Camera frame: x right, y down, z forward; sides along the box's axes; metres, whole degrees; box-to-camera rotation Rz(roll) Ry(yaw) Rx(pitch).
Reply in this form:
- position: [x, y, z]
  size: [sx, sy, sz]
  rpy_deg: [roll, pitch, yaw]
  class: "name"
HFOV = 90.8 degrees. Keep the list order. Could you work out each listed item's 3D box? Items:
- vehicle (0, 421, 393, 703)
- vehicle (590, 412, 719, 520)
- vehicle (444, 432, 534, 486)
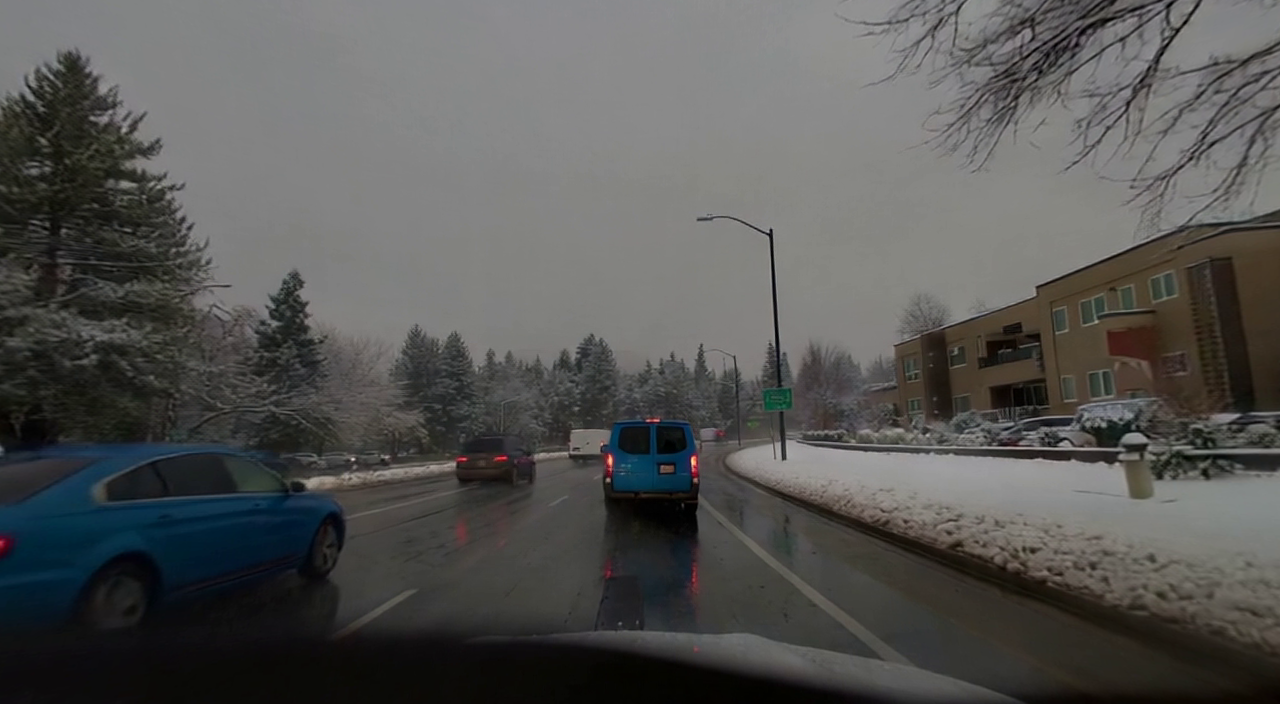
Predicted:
- position: [-3.986, 1.356, 4.930]
  size: [1.991, 1.459, 4.813]
  rpy_deg: [0, -9, 3]
  class: "vehicle"
- position: [0.311, 2.255, 12.899]
  size: [2.173, 1.830, 4.189]
  rpy_deg: [0, -9, 2]
  class: "vehicle"
- position: [-5.205, 3.765, 22.527]
  size: [2.116, 1.714, 4.757]
  rpy_deg: [0, -9, -1]
  class: "vehicle"
